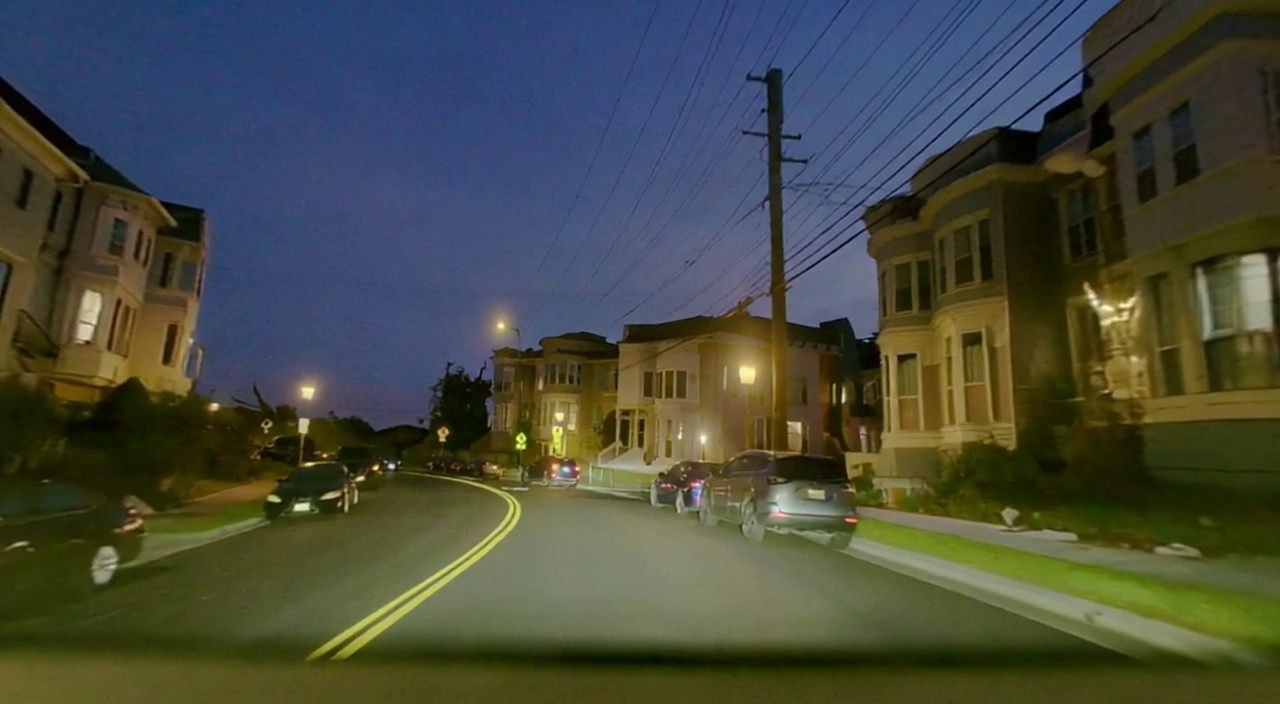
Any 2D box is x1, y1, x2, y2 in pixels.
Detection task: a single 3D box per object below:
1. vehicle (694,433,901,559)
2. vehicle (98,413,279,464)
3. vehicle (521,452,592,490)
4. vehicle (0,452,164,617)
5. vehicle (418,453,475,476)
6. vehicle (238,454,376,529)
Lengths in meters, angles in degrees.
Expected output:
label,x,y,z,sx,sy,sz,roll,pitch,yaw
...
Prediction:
label,x,y,z,sx,sy,sz,roll,pitch,yaw
vehicle,2.499,2.428,11.471,1.974,1.769,4.610,2,-9,-9
vehicle,-18.671,3.689,26.564,5.822,1.956,2.355,6,-11,-32
vehicle,-4.474,6.203,33.168,1.994,1.682,4.750,9,-12,-27
vehicle,-7.101,1.800,5.620,2.154,1.516,4.854,-7,-9,-3
vehicle,-14.208,8.208,46.335,4.568,1.531,1.923,-8,-12,43
vehicle,-8.077,3.351,15.729,2.003,1.447,3.642,-2,-8,-10
